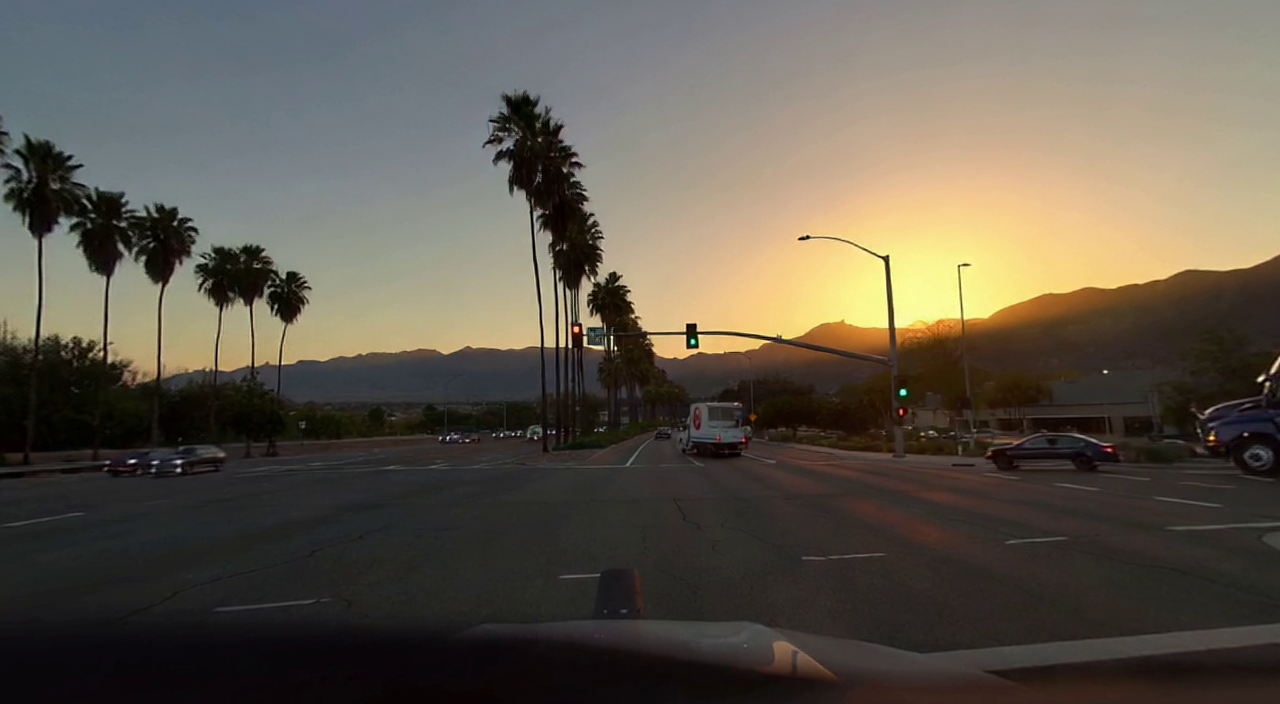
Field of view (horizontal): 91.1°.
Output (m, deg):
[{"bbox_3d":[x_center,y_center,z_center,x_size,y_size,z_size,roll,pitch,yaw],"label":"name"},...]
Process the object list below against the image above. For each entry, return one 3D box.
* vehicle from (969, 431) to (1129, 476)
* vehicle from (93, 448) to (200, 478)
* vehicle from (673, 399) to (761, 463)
[{"bbox_3d":[14.471,3.622,22.591,4.508,1.493,1.907,-4,-9,25],"label":"vehicle"},{"bbox_3d":[-26.230,5.901,33.607,1.868,1.469,4.746,0,-9,1],"label":"vehicle"},{"bbox_3d":[4.383,4.813,37.700,3.237,3.414,7.088,2,-9,-10],"label":"vehicle"}]
